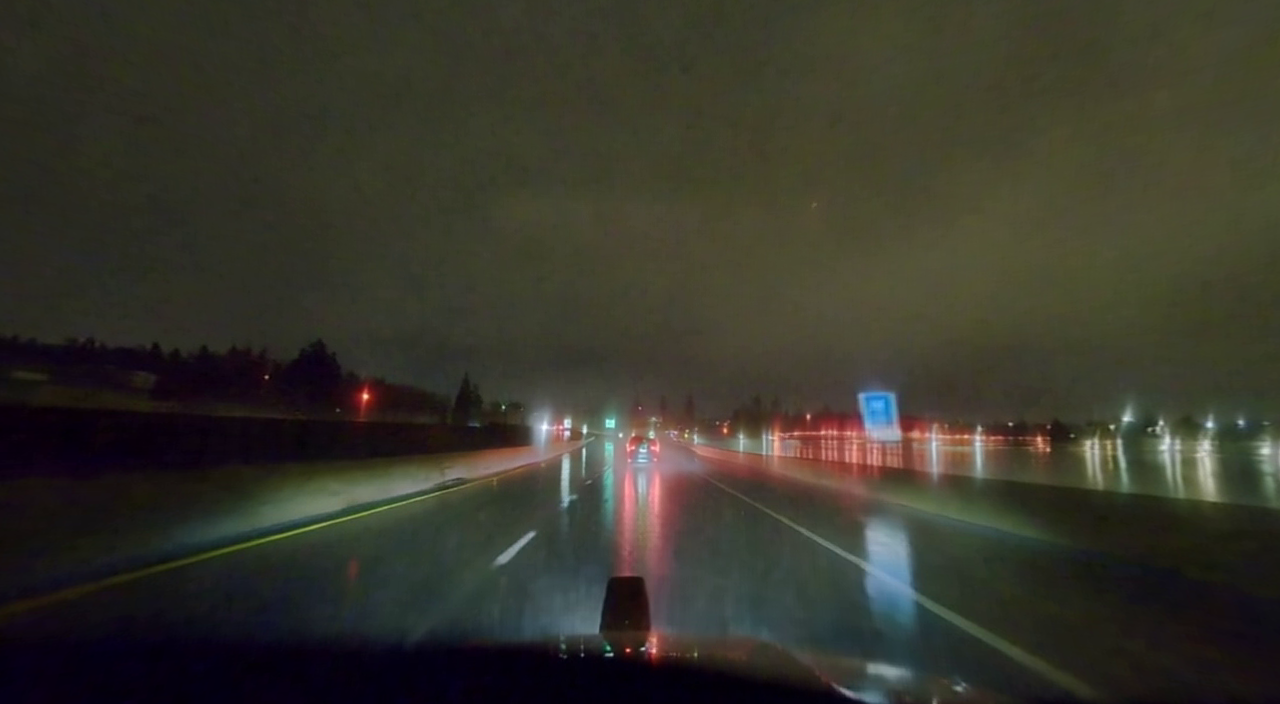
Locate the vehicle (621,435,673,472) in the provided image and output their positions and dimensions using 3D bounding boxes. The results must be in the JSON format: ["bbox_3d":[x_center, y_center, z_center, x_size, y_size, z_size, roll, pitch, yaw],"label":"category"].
[{"bbox_3d":[0.311,4.509,28.116,2.130,1.512,4.057,0,-8,0],"label":"vehicle"}]
